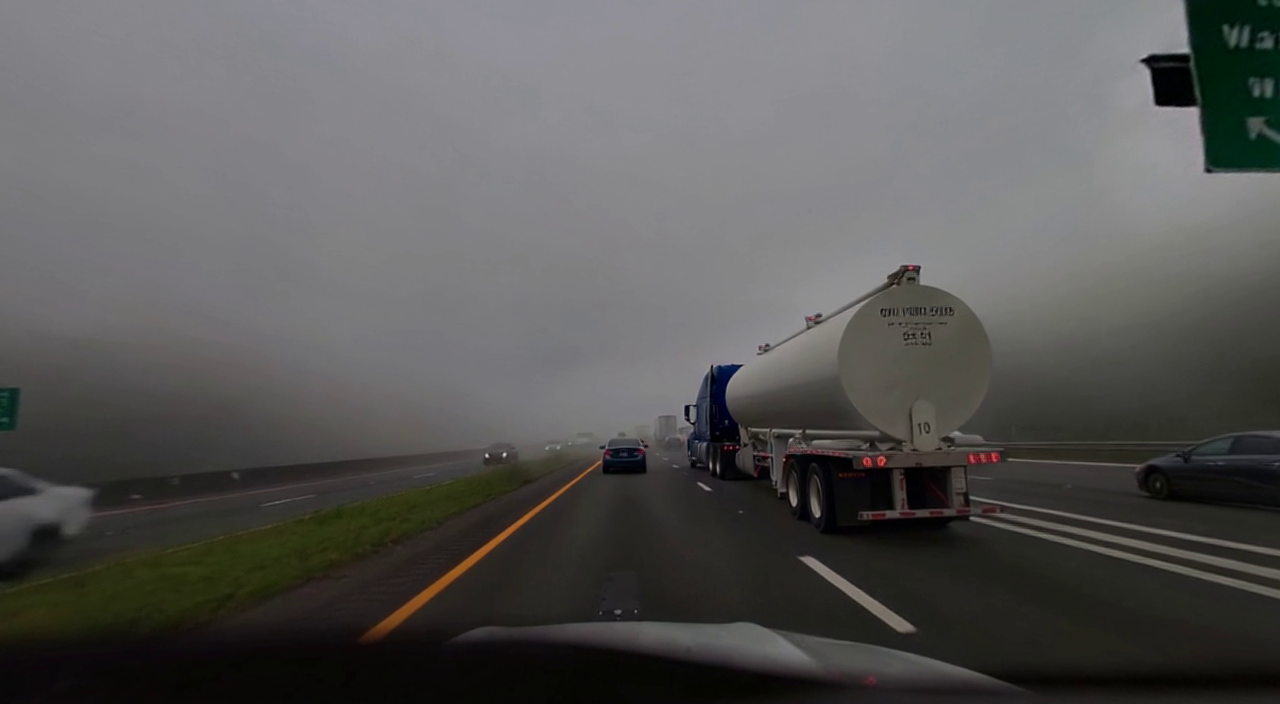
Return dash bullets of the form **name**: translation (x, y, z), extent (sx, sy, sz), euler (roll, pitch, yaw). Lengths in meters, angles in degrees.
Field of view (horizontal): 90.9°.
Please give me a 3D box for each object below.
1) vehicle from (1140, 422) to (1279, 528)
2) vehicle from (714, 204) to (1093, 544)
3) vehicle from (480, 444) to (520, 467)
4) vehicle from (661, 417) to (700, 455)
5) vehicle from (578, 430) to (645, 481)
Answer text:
- **vehicle**: translation (9.824, 1.777, 9.217), extent (1.739, 1.471, 3.889), euler (0, -8, -2)
- **vehicle**: translation (3.495, 0.813, 11.818), extent (2.826, 3.905, 9.262), euler (0, -8, -1)
- **vehicle**: translation (-9.343, 6.922, 42.372), extent (1.853, 1.459, 4.228), euler (0, -8, -1)
- **vehicle**: translation (3.120, 6.613, 49.452), extent (2.475, 2.782, 4.986), euler (0, -8, -3)
- **vehicle**: translation (-0.851, 3.344, 20.629), extent (2.000, 1.510, 3.518), euler (0, -8, 0)
